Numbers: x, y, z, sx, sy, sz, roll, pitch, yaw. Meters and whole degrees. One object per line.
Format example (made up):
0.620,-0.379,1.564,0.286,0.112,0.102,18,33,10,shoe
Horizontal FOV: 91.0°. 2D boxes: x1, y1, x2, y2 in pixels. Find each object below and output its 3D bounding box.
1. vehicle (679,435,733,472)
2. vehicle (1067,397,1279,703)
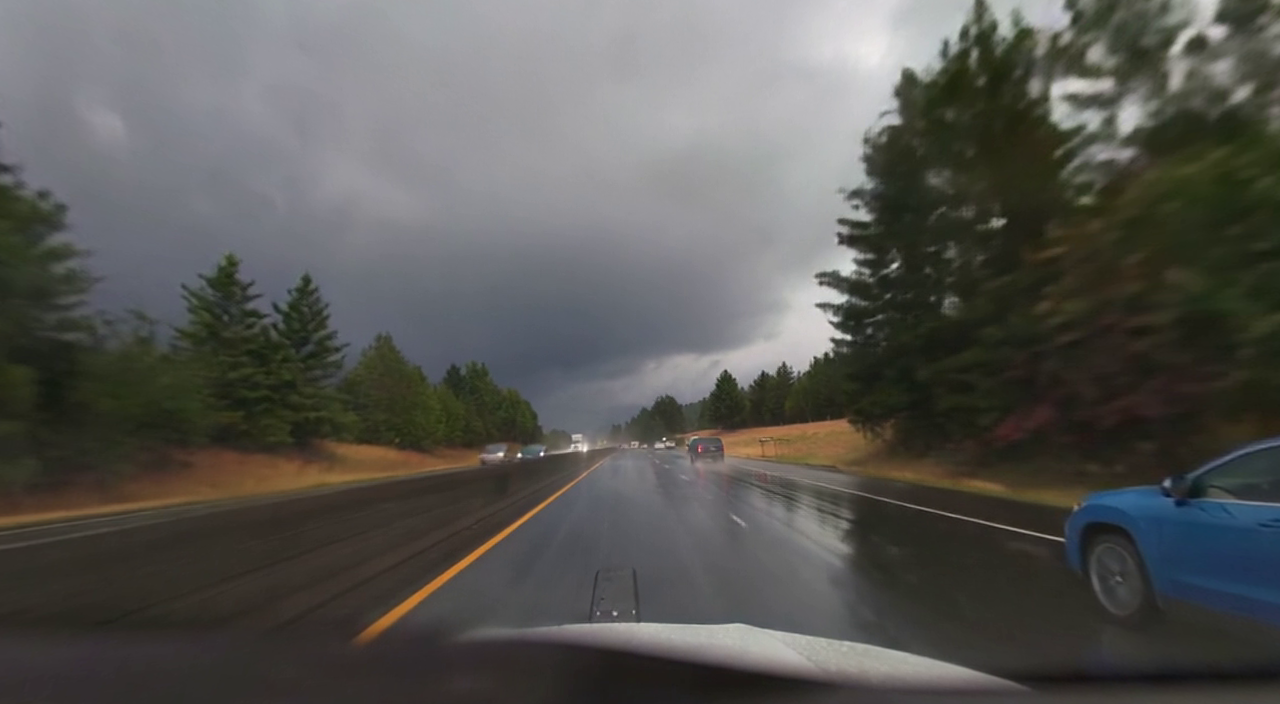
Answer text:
3.194,4.995,31.268,2.043,1.673,4.016,0,-8,-3,vehicle
3.896,0.841,2.040,1.999,1.501,4.221,0,-8,-1,vehicle
